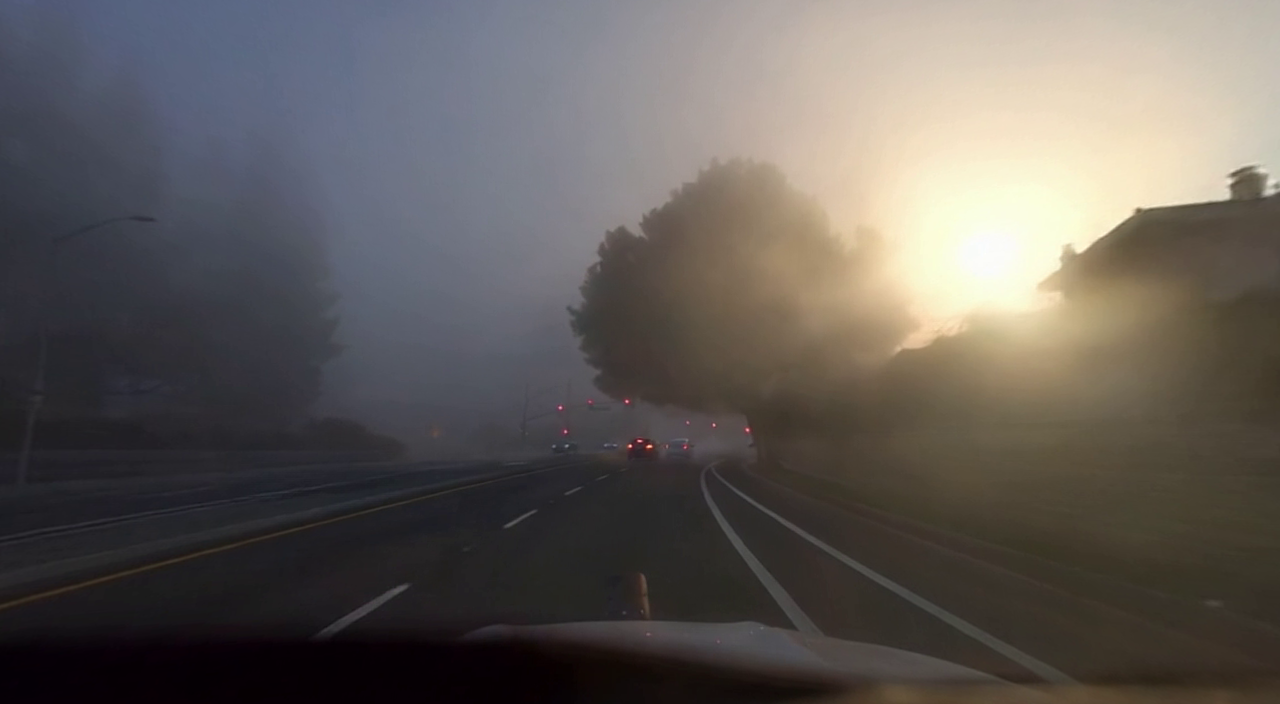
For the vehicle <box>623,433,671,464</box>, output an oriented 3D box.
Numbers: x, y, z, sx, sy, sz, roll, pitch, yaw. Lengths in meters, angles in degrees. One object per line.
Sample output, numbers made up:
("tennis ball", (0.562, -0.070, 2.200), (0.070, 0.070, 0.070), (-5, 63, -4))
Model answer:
("vehicle", (0.497, 5.957, 38.822), (2.152, 1.822, 4.391), (-2, -9, 11))
